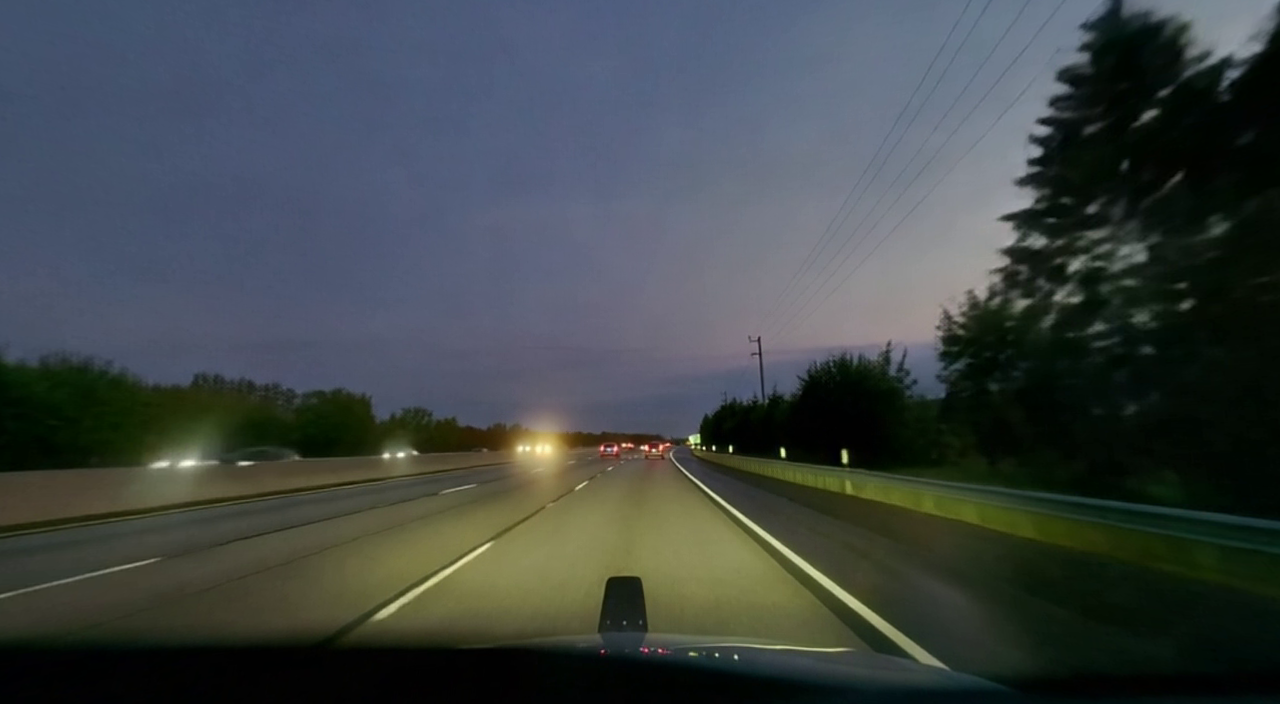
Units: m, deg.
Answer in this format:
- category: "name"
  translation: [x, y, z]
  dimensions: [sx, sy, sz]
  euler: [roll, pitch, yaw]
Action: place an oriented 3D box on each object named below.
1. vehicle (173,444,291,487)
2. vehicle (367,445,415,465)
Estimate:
- category: "vehicle"
  translation: [-15.646, 4.348, 24.445]
  dimensions: [1.893, 1.494, 3.933]
  euler: [0, -8, 1]
- category: "vehicle"
  translation: [-19.180, 7.952, 48.690]
  dimensions: [1.847, 1.442, 4.222]
  euler: [0, -8, 2]
